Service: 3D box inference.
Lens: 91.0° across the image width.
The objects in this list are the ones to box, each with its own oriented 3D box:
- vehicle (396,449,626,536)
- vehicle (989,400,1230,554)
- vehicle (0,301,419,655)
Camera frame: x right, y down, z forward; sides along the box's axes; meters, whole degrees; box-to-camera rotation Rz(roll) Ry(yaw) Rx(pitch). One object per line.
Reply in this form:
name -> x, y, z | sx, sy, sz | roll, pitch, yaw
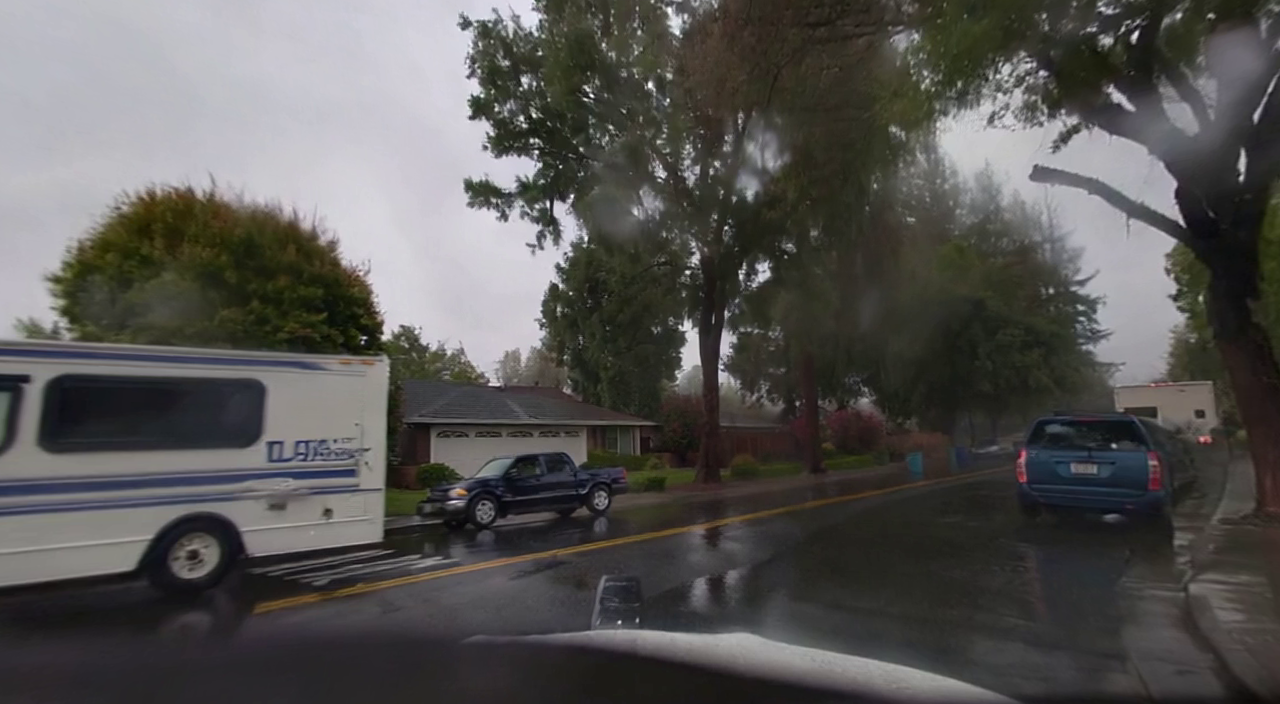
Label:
vehicle -> -2.564, 2.873, 13.586 | 1.816, 1.489, 4.653 | -8, -12, 42
vehicle -> 7.820, 1.798, 10.187 | 5.726, 1.785, 2.182 | 7, -10, -44
vehicle -> -5.296, 1.105, 5.937 | 2.367, 2.618, 5.497 | -8, -12, 42
